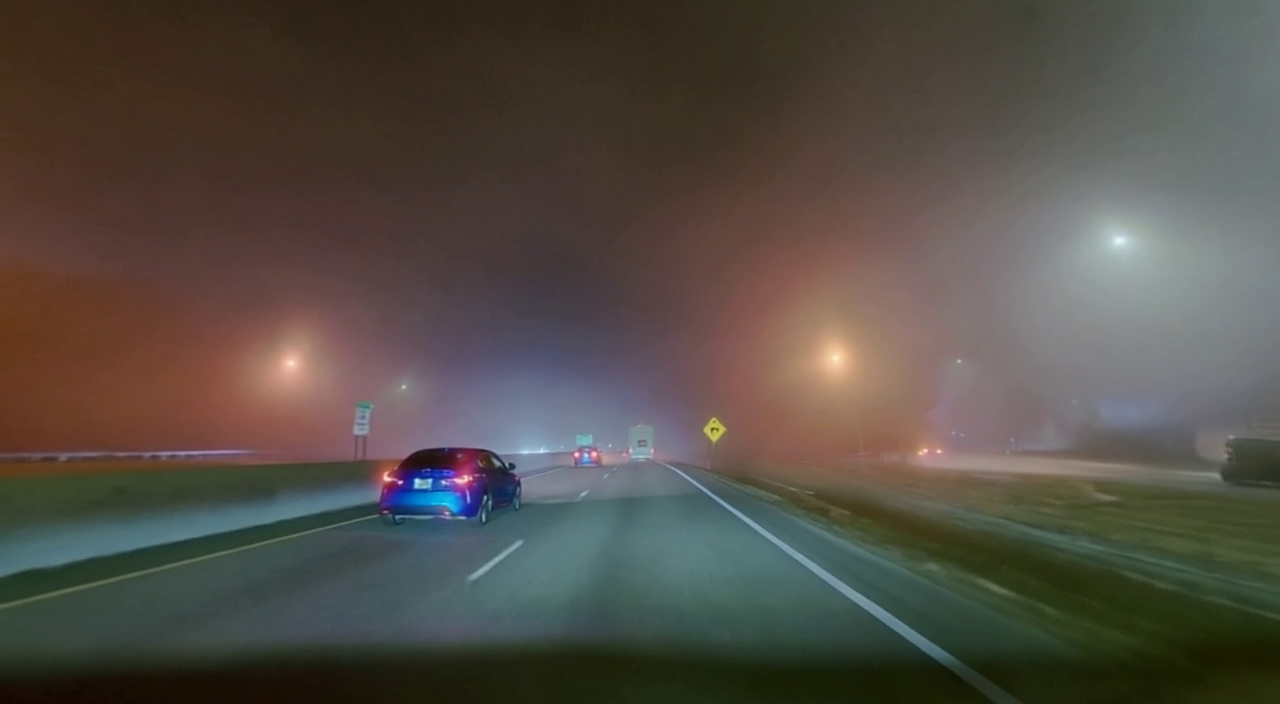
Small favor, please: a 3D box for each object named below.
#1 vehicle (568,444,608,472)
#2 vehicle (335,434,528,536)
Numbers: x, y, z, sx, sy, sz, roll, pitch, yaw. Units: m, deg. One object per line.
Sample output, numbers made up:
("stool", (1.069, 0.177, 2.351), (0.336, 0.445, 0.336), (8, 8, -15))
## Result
("vehicle", (-2.957, 6.121, 36.543), (1.965, 1.459, 4.145), (0, -9, -1))
("vehicle", (-3.556, 2.357, 11.832), (2.012, 1.510, 4.672), (0, -9, 0))
